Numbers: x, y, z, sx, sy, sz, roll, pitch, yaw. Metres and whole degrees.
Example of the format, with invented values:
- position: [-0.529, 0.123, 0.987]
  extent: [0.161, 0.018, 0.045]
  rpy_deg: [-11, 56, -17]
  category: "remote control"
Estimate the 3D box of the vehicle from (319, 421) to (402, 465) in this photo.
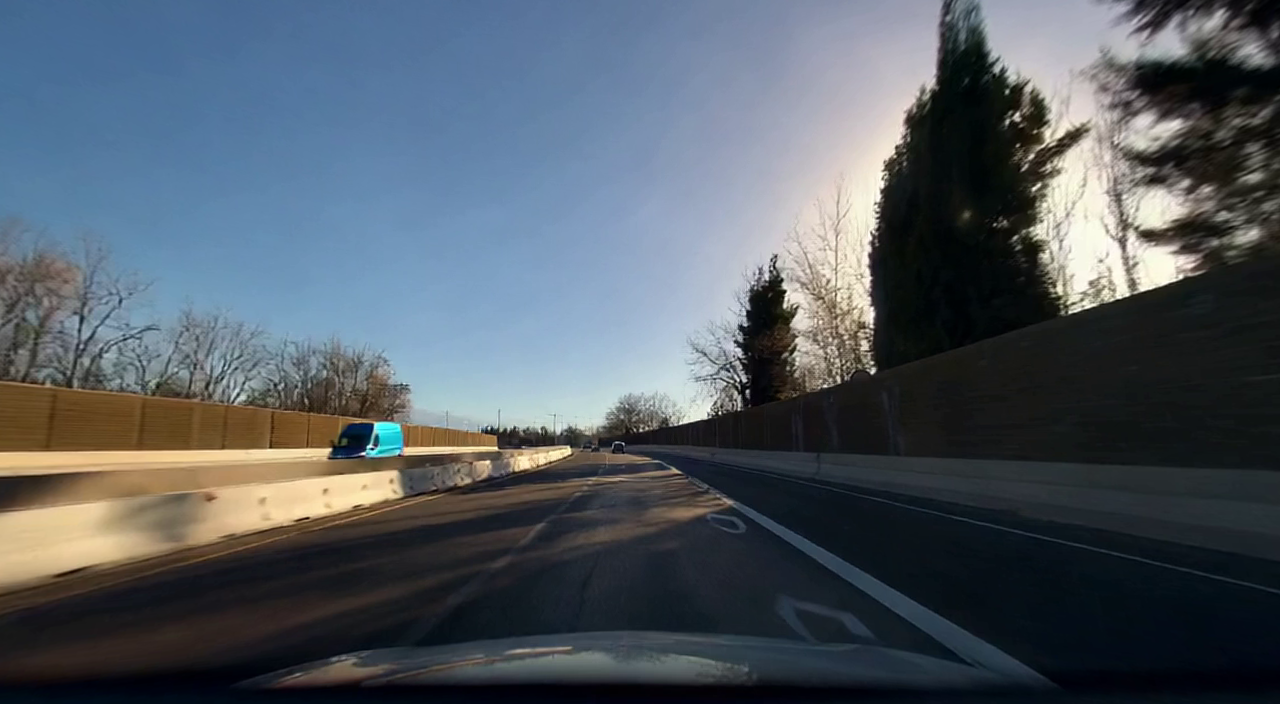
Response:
- position: [-16.287, 5.390, 36.959]
  extent: [2.276, 2.354, 5.753]
  rpy_deg: [0, -9, -1]
  category: "vehicle"
